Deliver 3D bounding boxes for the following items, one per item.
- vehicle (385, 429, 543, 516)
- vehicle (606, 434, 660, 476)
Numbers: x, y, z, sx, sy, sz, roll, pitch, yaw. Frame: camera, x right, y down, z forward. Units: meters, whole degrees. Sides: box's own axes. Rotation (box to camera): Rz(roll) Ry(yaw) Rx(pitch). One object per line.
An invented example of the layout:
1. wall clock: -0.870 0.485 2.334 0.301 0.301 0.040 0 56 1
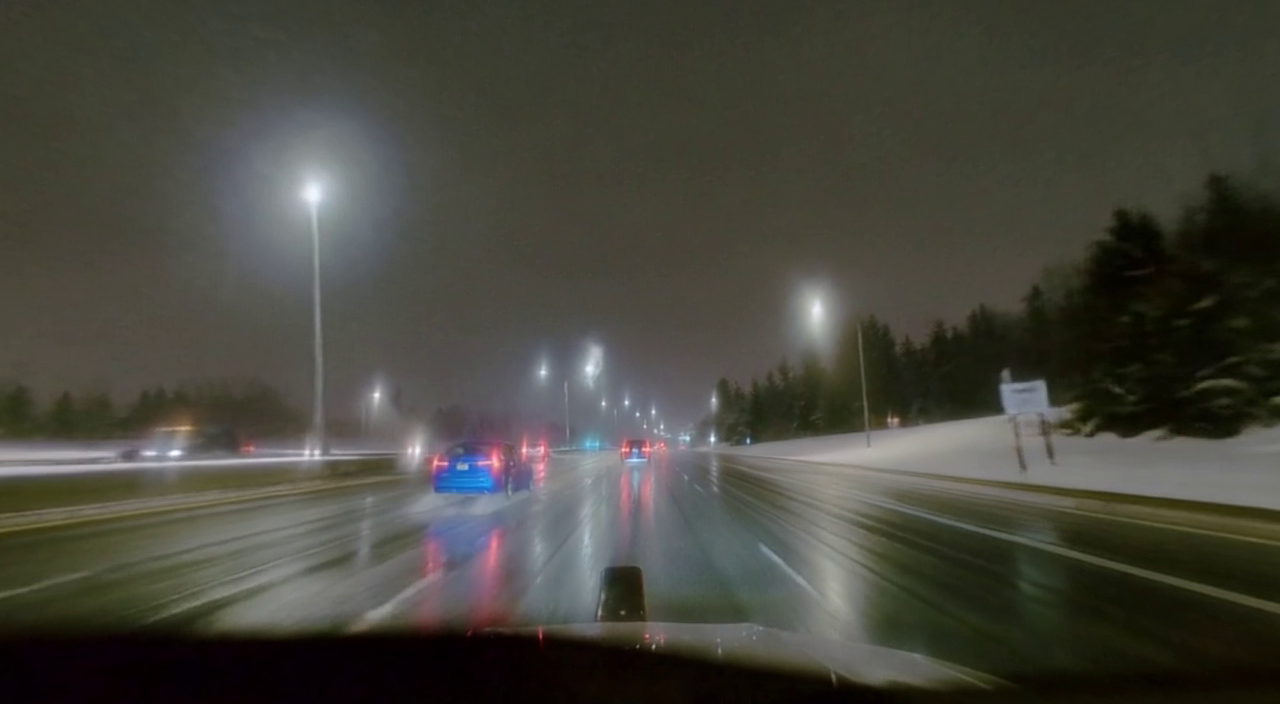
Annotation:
1. vehicle: -3.664 2.606 14.101 2.124 1.607 4.531 0 -9 2
2. vehicle: -0.246 4.460 27.372 2.155 1.690 4.318 0 -9 1
